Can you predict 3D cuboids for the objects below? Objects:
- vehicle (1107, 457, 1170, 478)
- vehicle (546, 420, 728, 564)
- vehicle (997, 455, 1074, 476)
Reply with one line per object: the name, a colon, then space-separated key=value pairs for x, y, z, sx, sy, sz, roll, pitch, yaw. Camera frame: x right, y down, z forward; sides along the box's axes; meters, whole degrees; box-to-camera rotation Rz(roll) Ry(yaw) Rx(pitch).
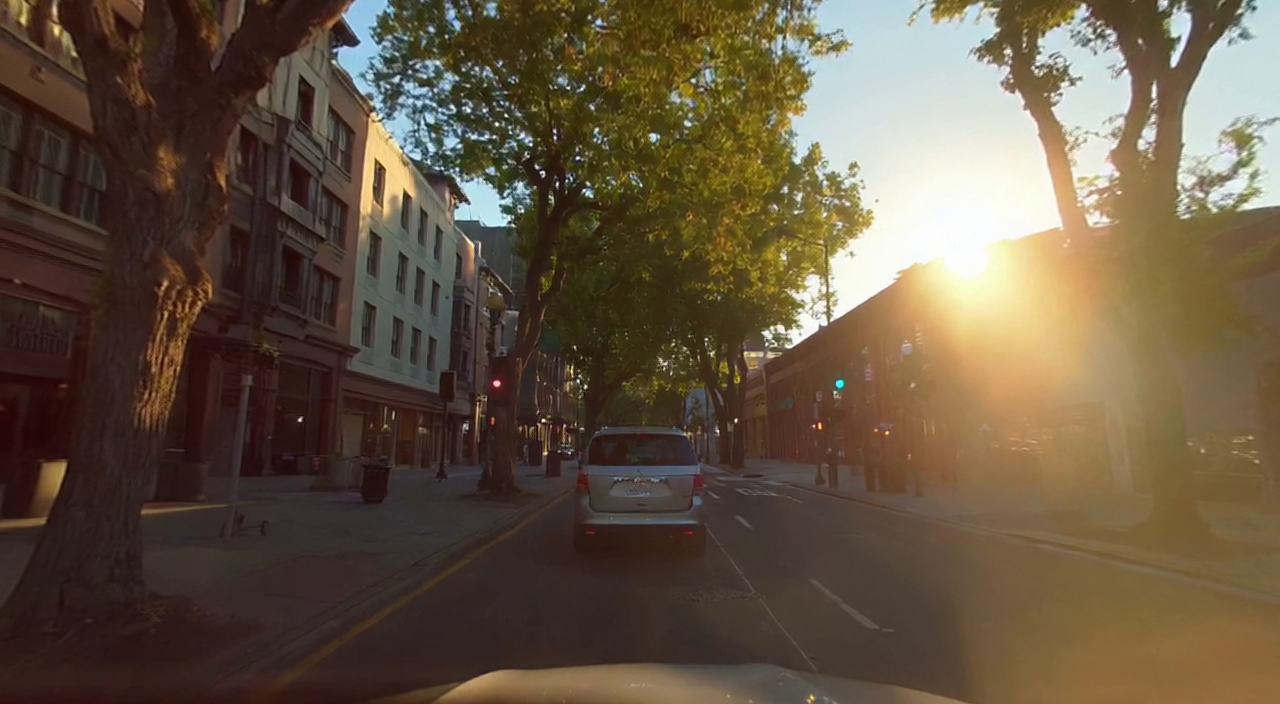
vehicle: x=37.590 y=8.707 z=47.568 sx=3.445 sy=1.363 sz=1.608 roll=2 pitch=-9 yaw=-1
vehicle: x=-0.081 y=1.894 z=9.222 sx=2.079 sy=1.621 sz=3.861 roll=0 pitch=-8 yaw=-1
vehicle: x=29.818 y=8.566 z=47.588 sx=4.668 sy=1.441 sz=1.904 roll=1 pitch=-9 yaw=-6
